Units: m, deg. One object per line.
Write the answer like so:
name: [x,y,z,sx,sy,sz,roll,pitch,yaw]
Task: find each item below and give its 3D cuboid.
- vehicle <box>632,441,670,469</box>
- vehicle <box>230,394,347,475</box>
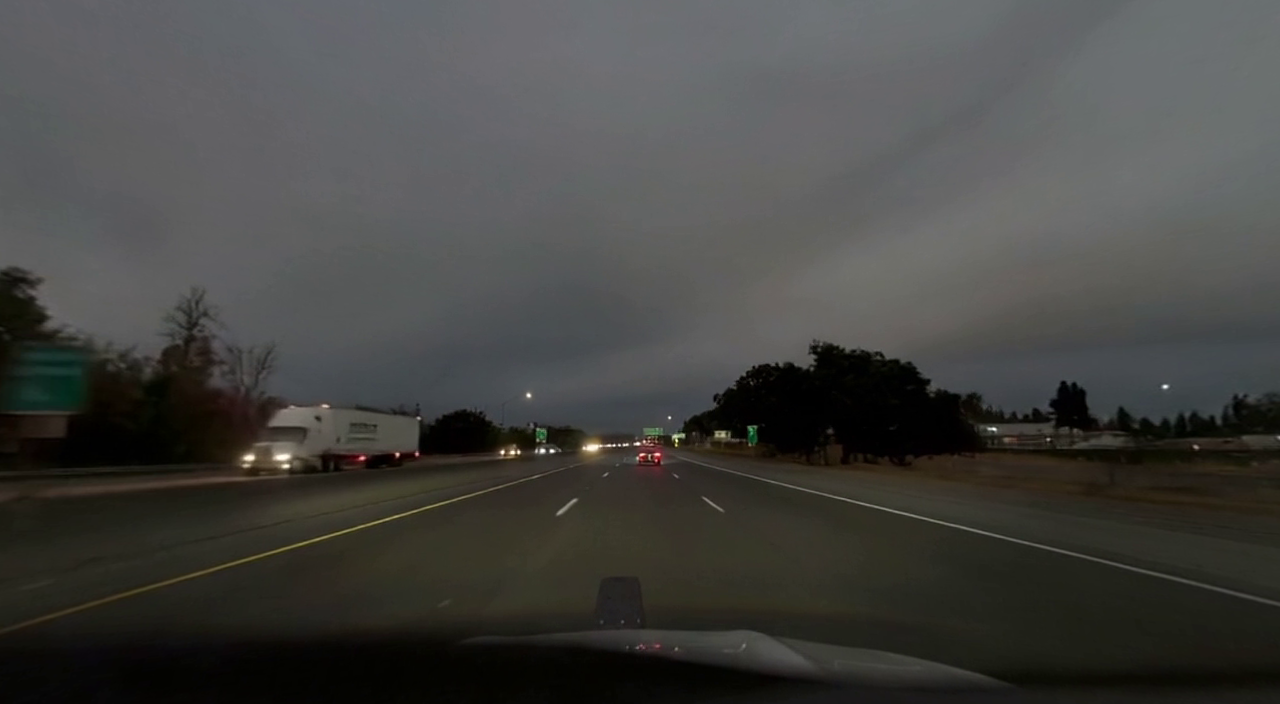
vehicle: [0.632,6.412,39.381,2.231,1.652,4.503,0,-9,-1]
vehicle: [-19.506,4.706,35.504,2.990,4.168,5.864,0,-9,1]
